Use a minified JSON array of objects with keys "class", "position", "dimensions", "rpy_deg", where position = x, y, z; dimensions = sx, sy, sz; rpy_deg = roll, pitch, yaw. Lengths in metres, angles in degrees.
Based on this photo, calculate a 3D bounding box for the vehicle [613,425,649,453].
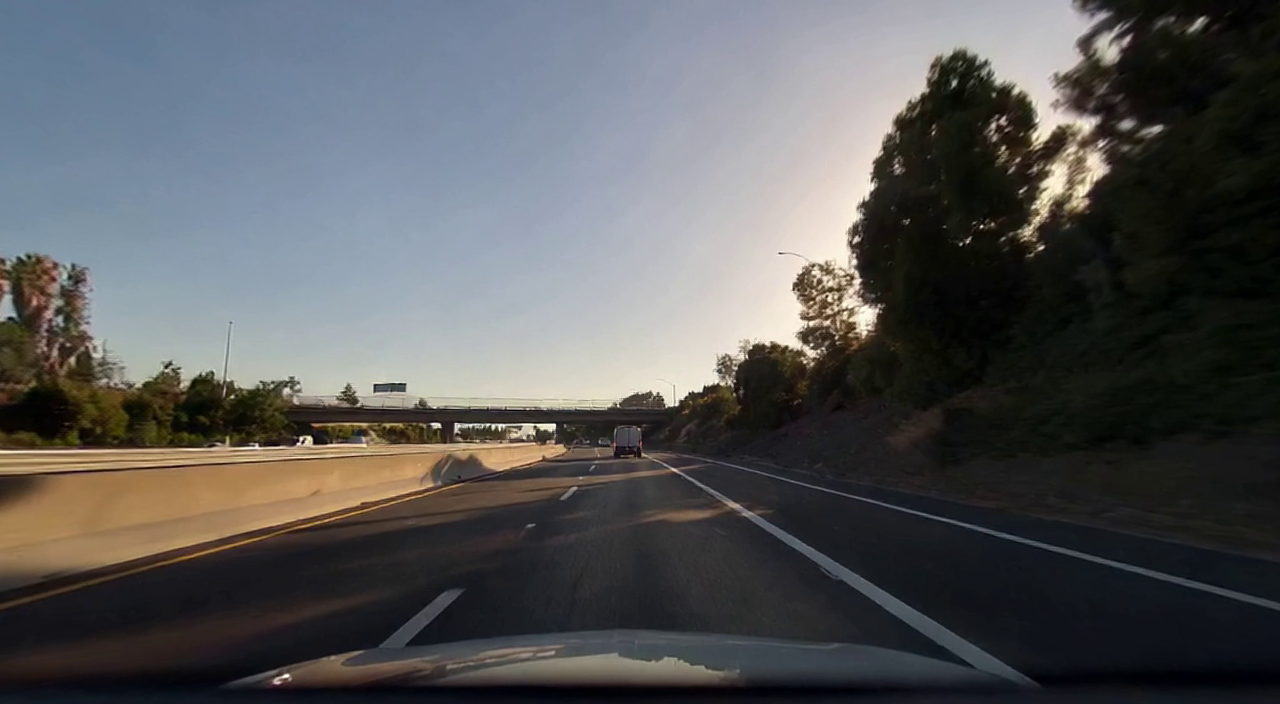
[{"class":"vehicle","position":[-0.617,5.591,40.510],"dimensions":[2.157,1.647,4.524],"rpy_deg":[0,-8,-2]}]
